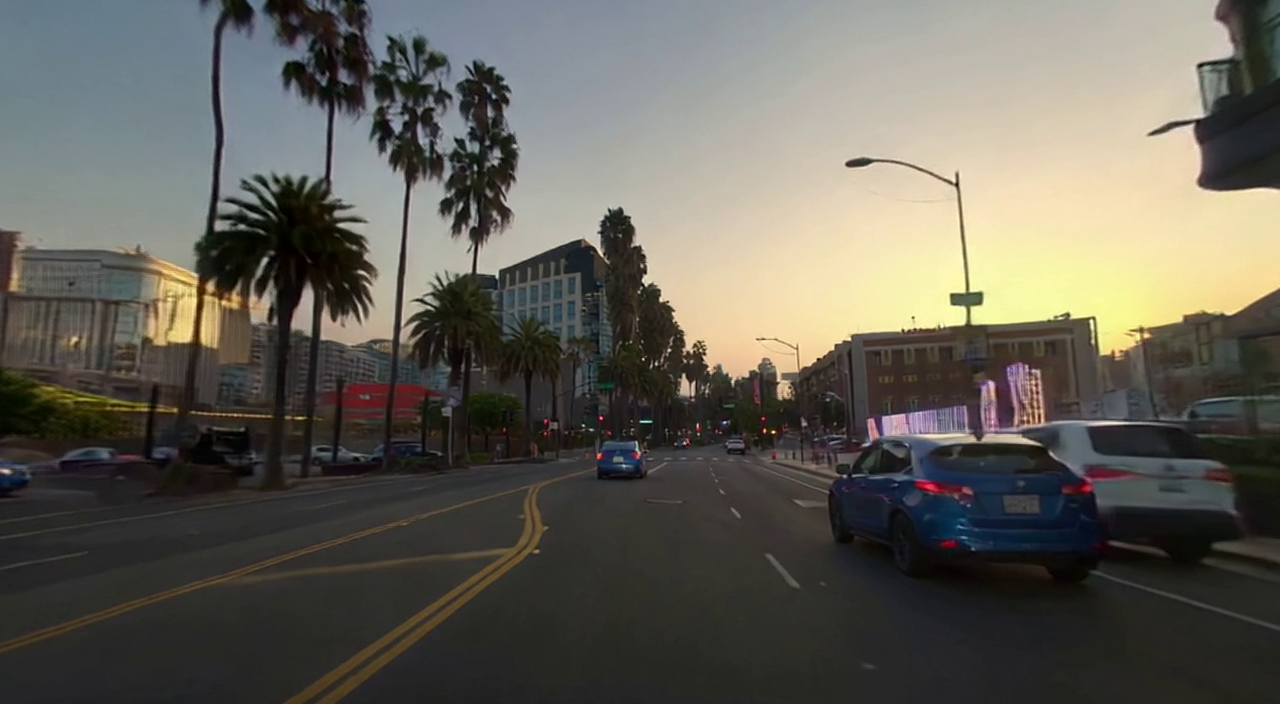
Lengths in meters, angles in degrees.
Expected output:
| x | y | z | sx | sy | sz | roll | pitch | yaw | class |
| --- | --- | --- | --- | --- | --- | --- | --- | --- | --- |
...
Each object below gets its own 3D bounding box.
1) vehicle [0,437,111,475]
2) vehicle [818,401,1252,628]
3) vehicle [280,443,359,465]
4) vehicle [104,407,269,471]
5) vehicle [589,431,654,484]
| x | y | z | sx | sy | sz | roll | pitch | yaw | class |
| --- | --- | --- | --- | --- | --- | --- | --- | --- | --- |
| -29.414 | 5.049 | 30.887 | 1.863 | 1.733 | 4.974 | -5 | -9 | 27 | vehicle |
| 3.525 | 1.514 | 6.900 | 1.983 | 1.654 | 4.354 | 0 | -8 | 2 | vehicle |
| -22.473 | 7.149 | 44.486 | 1.800 | 1.462 | 4.752 | -4 | -9 | 25 | vehicle |
| -21.055 | 4.115 | 29.738 | 2.198 | 2.684 | 5.751 | -4 | -9 | 25 | vehicle |
| -0.579 | 3.693 | 22.378 | 2.063 | 1.664 | 4.471 | 0 | -8 | 0 | vehicle |
